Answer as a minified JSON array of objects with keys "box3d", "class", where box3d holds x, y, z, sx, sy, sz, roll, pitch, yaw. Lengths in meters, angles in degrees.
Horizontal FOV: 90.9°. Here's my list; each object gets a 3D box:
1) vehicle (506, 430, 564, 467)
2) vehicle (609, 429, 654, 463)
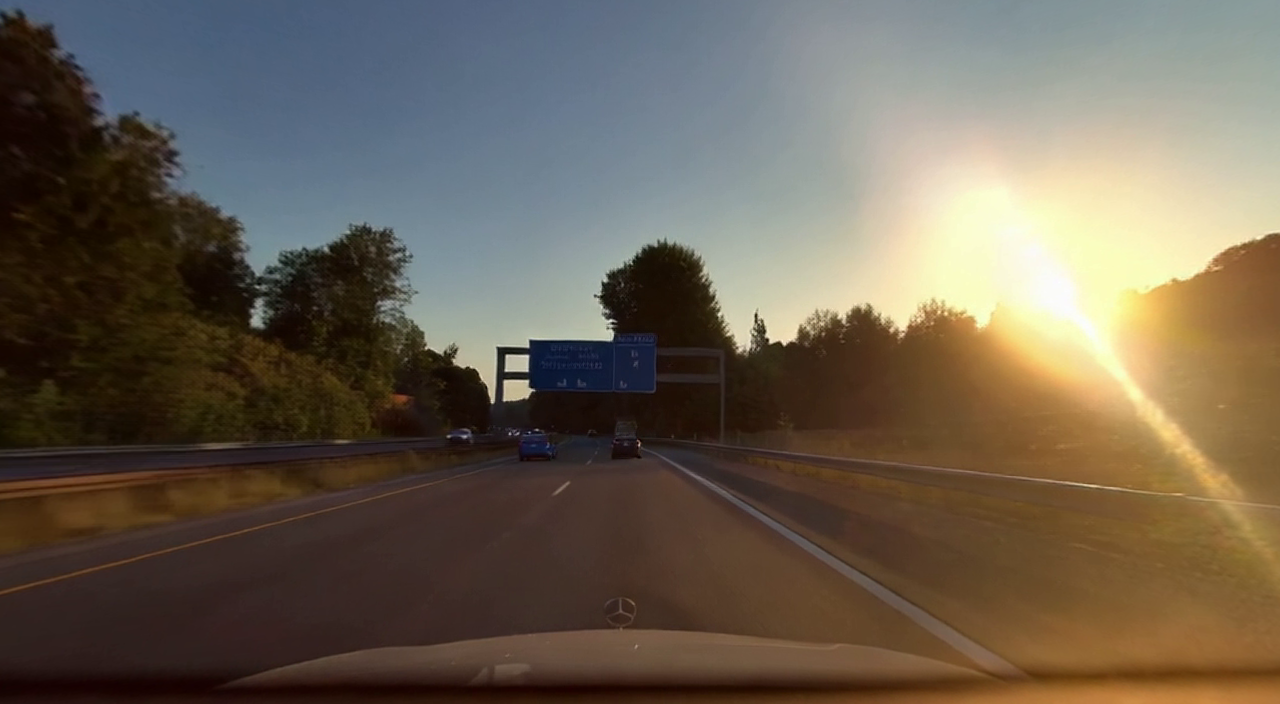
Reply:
[{"box3d":[-4.604,4.313,28.296,1.975,1.518,4.242,0,-8,-1],"class":"vehicle"},{"box3d":[-0.489,4.762,32.237,2.162,1.616,4.242,0,-8,-2],"class":"vehicle"}]
